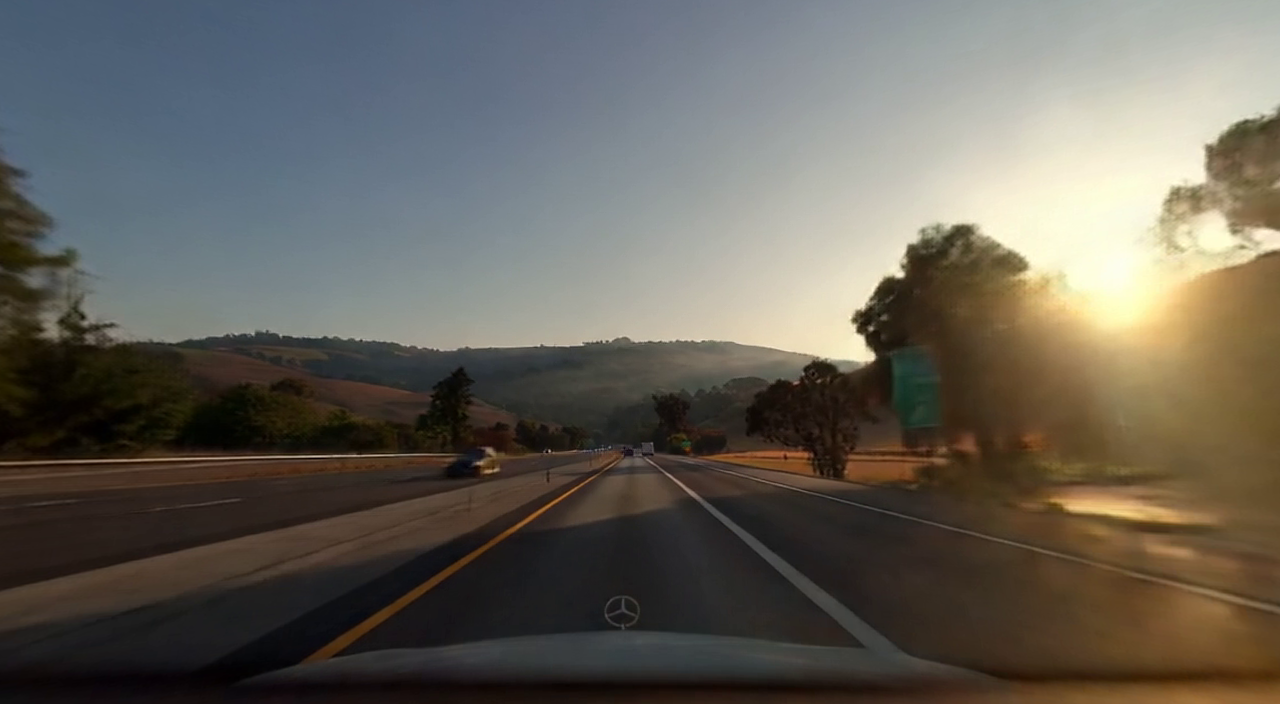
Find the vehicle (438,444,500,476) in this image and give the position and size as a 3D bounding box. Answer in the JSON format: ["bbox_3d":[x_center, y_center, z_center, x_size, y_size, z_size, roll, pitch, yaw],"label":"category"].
[{"bbox_3d":[-8.667,5.503,32.366,2.003,1.535,4.230,0,-9,0],"label":"vehicle"}]
